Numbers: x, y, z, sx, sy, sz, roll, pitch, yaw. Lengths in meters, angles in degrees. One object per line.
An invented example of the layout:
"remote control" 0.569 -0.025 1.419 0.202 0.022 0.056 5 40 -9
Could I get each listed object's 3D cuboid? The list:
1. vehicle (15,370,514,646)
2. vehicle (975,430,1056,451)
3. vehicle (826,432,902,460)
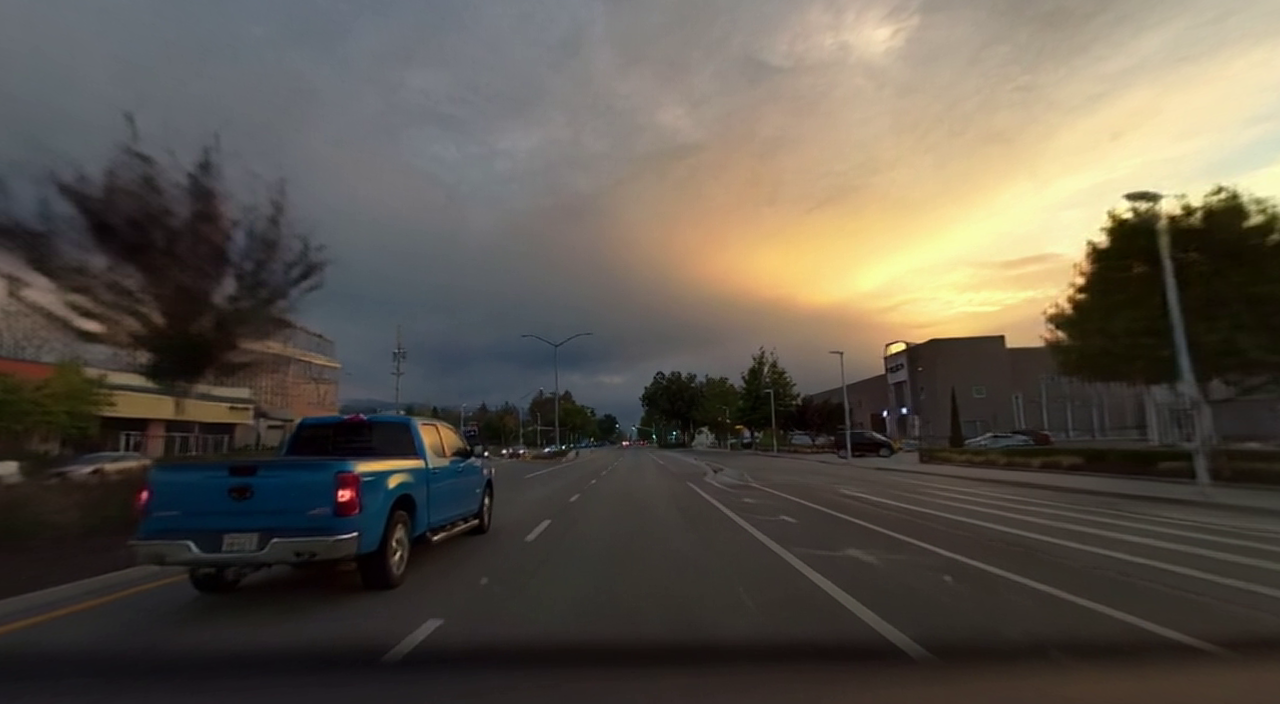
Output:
"vehicle" -2.990 1.408 6.867 2.065 1.790 5.417 0 -8 0
"vehicle" 27.405 6.493 46.016 4.604 1.487 1.911 0 -8 0
"vehicle" 15.457 6.521 43.615 4.332 1.744 2.115 0 -11 -3
